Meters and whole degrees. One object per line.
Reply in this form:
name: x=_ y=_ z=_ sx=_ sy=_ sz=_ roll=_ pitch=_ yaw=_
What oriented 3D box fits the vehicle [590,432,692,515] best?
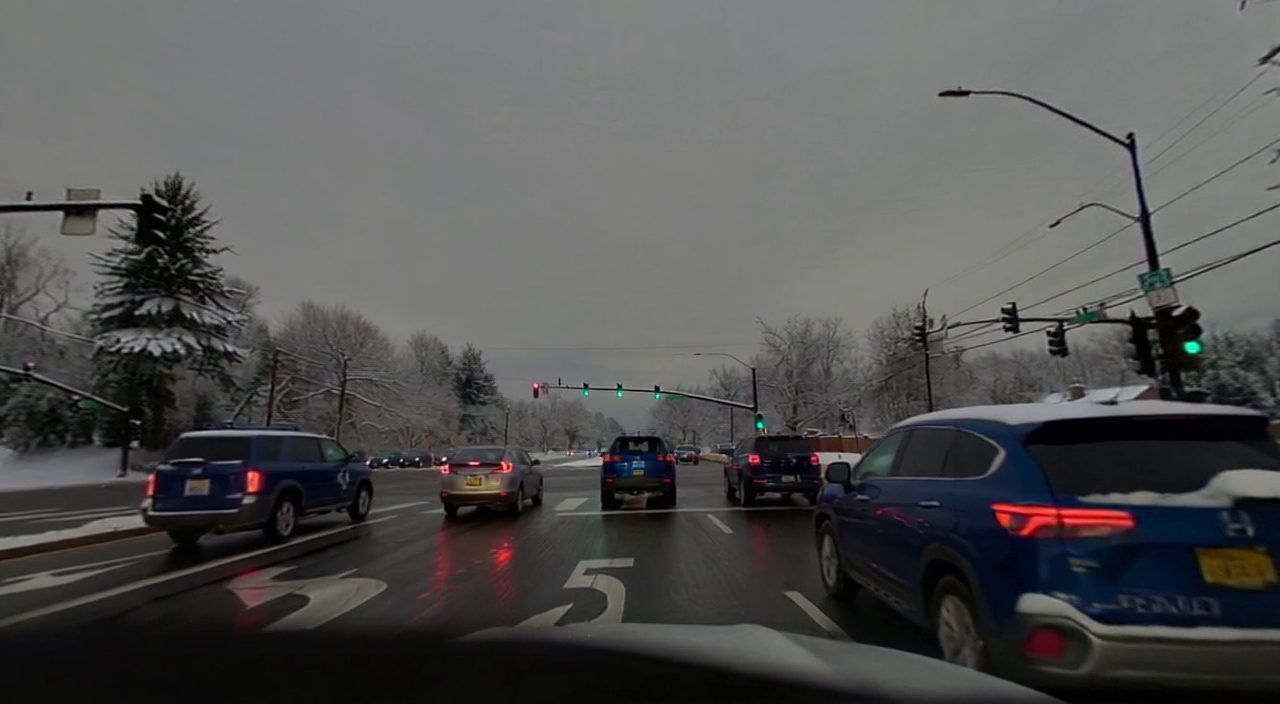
vehicle: x=0.014 y=2.853 z=15.246 sx=2.111 sy=1.712 sz=4.078 roll=0 pitch=-9 yaw=0

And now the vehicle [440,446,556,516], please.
vehicle: x=-3.317 y=3.089 z=15.712 sx=1.881 sy=1.466 sz=4.484 roll=0 pitch=-9 yaw=0

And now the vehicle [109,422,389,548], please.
vehicle: x=-6.624 y=2.285 z=11.555 sx=2.116 sy=1.812 sz=4.609 roll=0 pitch=-9 yaw=0

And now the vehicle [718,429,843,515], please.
vehicle: x=3.267 y=2.902 z=15.778 sx=1.999 sy=1.789 sz=4.583 roll=0 pitch=-9 yaw=-1

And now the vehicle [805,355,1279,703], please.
vehicle: x=2.782 y=1.165 z=4.410 sx=2.034 sy=1.655 sz=4.465 roll=0 pitch=-9 yaw=0

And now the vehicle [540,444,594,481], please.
vehicle: x=-3.419 y=5.275 z=30.379 sx=1.939 sy=1.652 sz=4.268 roll=0 pitch=-9 yaw=1
